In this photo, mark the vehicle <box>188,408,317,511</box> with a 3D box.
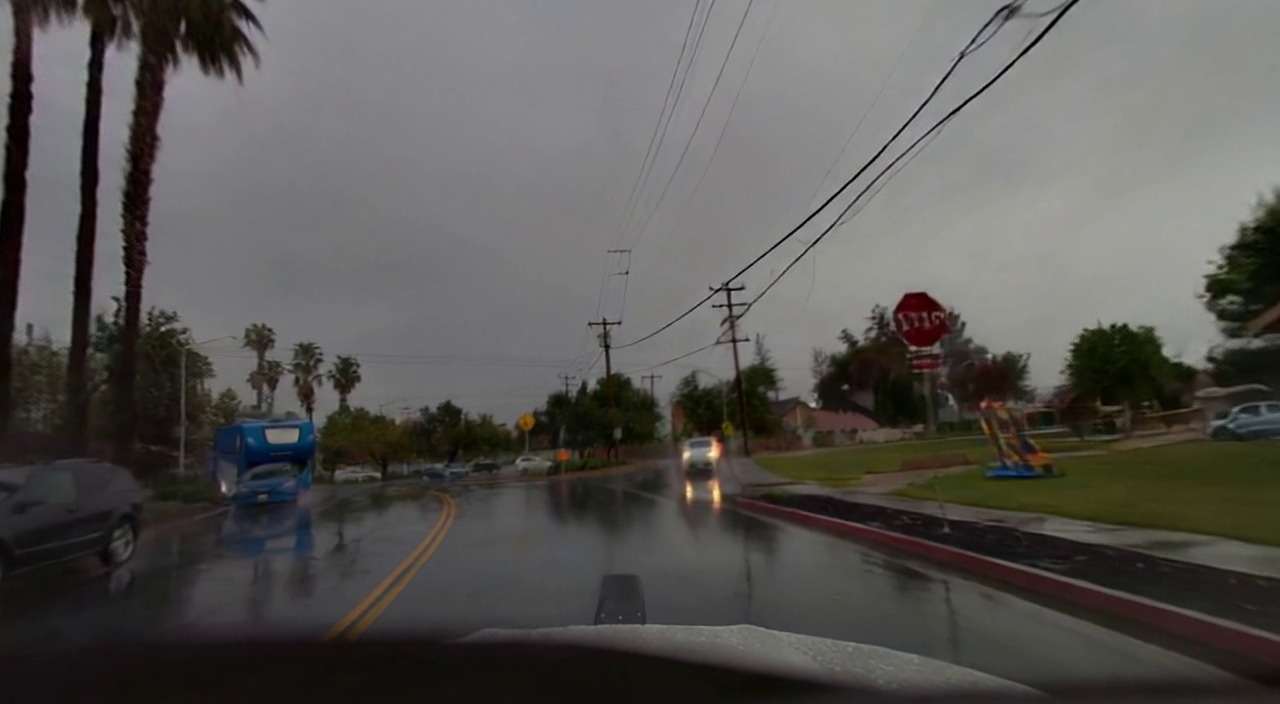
[{"bbox_3d":[-17.766,4.611,28.424,3.216,3.720,11.364,4,-9,-39],"label":"vehicle"}]

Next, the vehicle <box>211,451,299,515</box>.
[{"bbox_3d":[-12.306,4.097,20.418,2.103,1.599,4.865,3,-8,-29],"label":"vehicle"}]

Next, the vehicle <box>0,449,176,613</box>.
[{"bbox_3d":[-7.921,2.053,7.744,2.085,1.545,4.340,1,-7,-15],"label":"vehicle"}]

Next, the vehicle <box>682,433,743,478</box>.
[{"bbox_3d":[3.420,5.009,31.179,2.508,1.887,5.930,-1,-7,2],"label":"vehicle"}]
